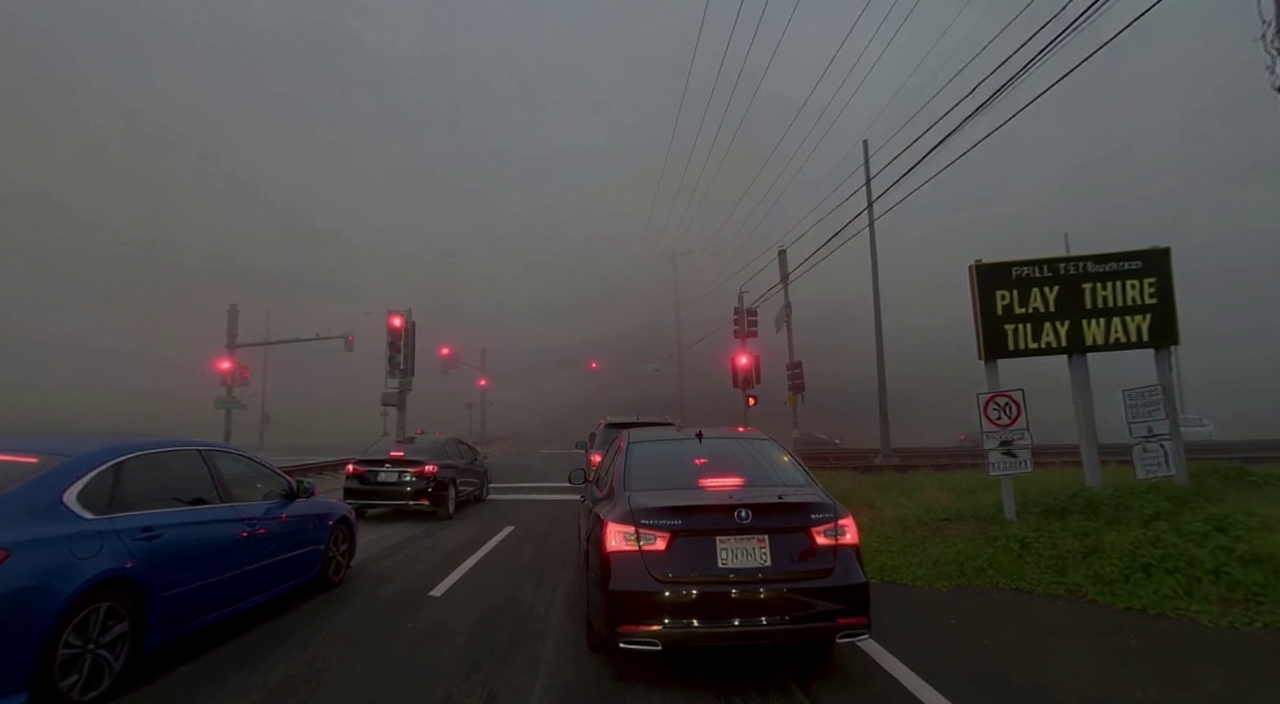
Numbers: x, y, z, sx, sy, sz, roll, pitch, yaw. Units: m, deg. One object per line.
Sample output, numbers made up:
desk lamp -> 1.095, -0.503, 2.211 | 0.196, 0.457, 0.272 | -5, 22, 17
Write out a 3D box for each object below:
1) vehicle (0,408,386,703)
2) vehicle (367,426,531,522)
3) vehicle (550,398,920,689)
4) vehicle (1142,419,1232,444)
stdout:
vehicle -> -3.706, 1.242, 4.459 | 1.956, 1.468, 4.585 | 0, -8, -1
vehicle -> -3.378, 2.239, 12.081 | 1.984, 1.505, 4.047 | 0, -8, -2
vehicle -> 0.402, 1.310, 5.438 | 1.998, 1.529, 3.960 | 1, -8, -4
vehicle -> 40.120, 5.872, 46.428 | 4.544, 1.762, 2.272 | 1, -9, -3
